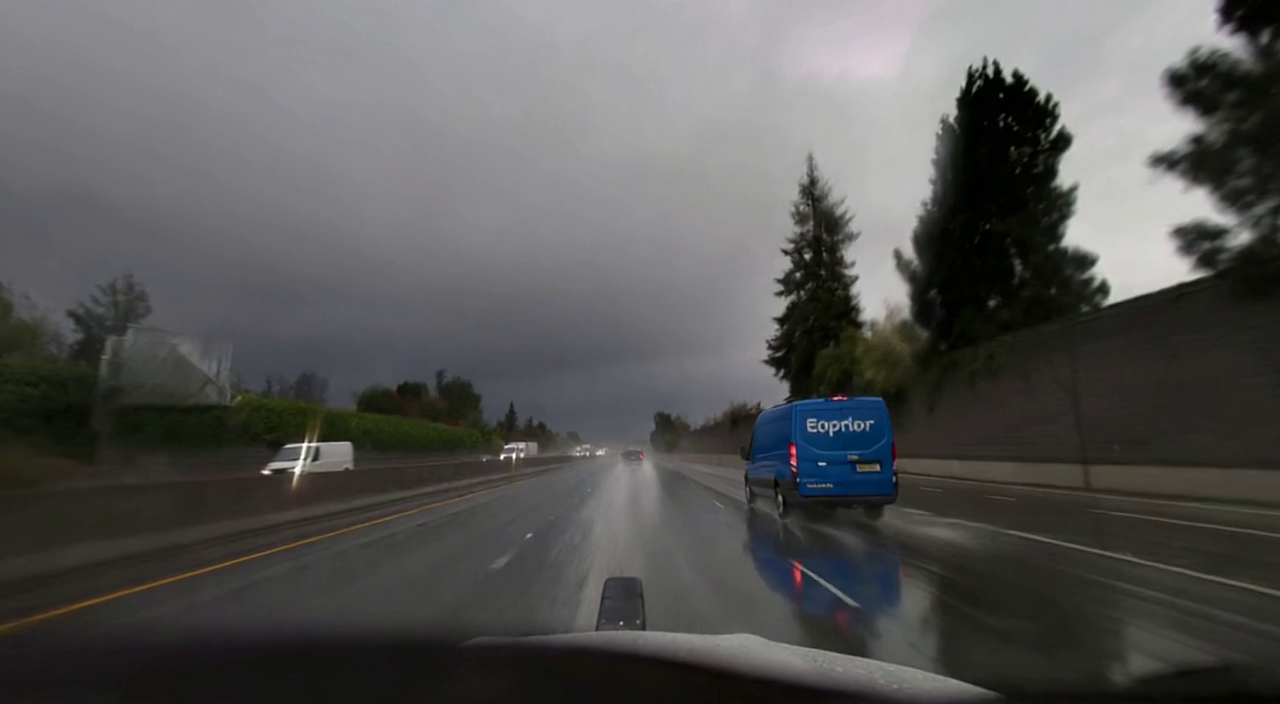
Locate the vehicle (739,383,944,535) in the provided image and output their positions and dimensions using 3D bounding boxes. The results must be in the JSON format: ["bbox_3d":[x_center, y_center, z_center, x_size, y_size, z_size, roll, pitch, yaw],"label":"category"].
[{"bbox_3d":[3.868,2.258,13.677,2.373,2.561,5.922,0,-9,-1],"label":"vehicle"}]

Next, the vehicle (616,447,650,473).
[{"bbox_3d":[-0.434,7.305,42.823,2.168,1.653,4.307,0,-9,0],"label":"vehicle"}]

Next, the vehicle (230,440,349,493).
[{"bbox_3d":[-16.558,5.423,30.326,2.368,2.279,5.834,0,-9,-1],"label":"vehicle"}]
